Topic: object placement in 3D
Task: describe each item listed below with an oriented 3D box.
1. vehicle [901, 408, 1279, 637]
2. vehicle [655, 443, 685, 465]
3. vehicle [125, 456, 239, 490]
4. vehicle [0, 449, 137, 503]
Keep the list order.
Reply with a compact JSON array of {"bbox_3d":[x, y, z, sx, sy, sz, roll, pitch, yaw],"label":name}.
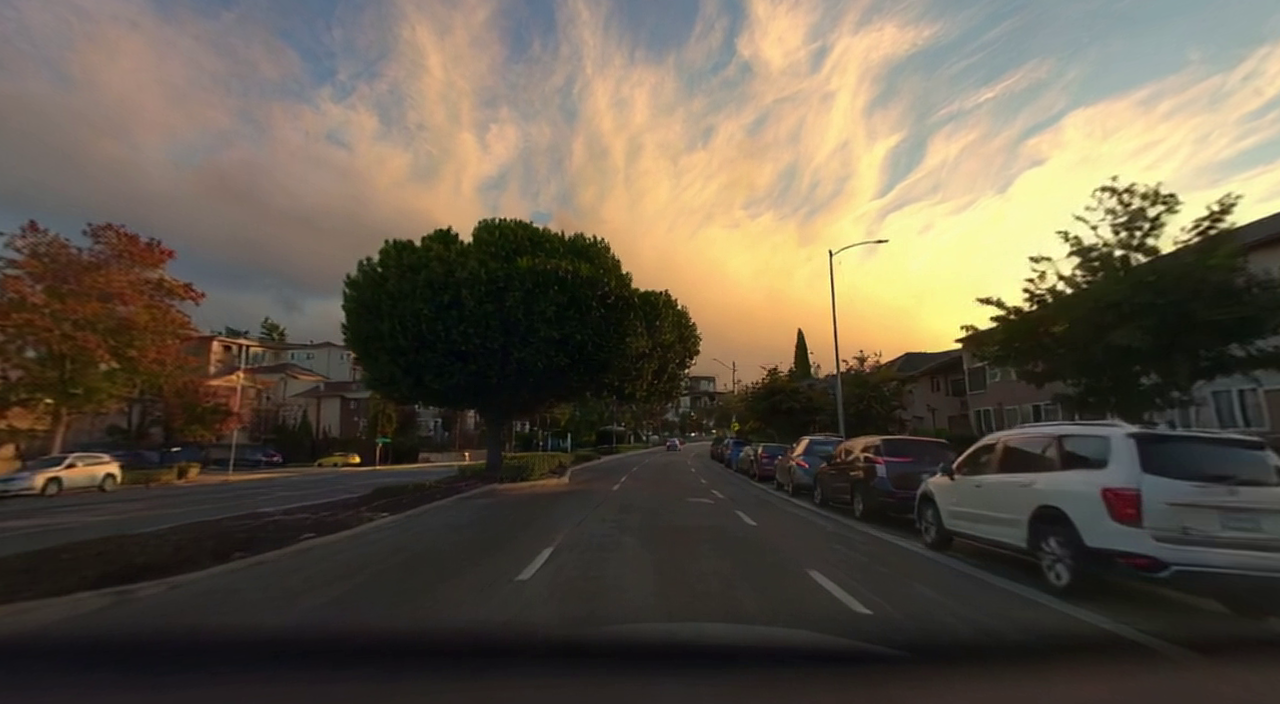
[{"bbox_3d":[4.595,1.532,6.647,2.011,1.649,4.001,0,-8,1],"label":"vehicle"},{"bbox_3d":[2.114,7.068,43.881,2.011,1.480,4.170,-1,-8,3],"label":"vehicle"},{"bbox_3d":[-22.498,5.914,31.260,1.909,1.451,4.757,-1,-8,3],"label":"vehicle"},{"bbox_3d":[-23.064,4.784,24.884,2.060,1.814,5.097,0,-8,2],"label":"vehicle"}]
